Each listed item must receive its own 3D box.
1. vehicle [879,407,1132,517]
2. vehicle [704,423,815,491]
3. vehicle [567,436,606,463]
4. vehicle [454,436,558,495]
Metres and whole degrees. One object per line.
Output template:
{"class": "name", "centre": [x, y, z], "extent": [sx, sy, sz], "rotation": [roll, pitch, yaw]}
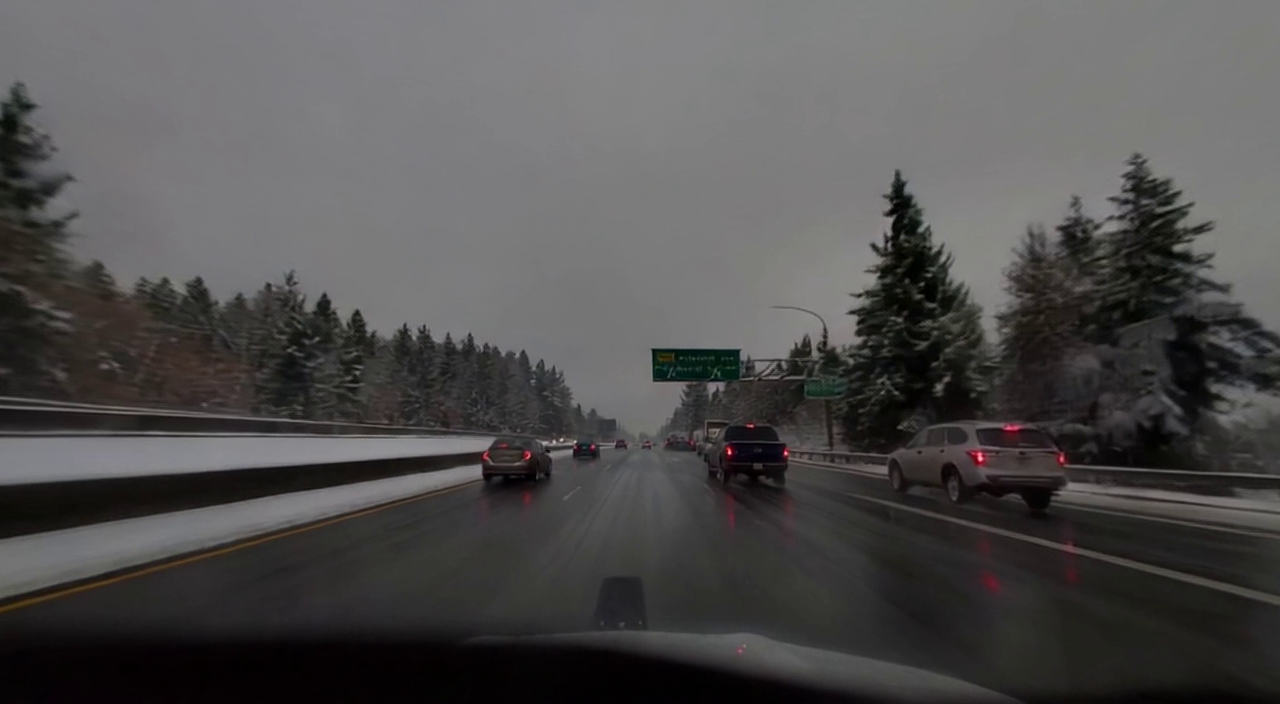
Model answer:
{"class": "vehicle", "centre": [7.659, 2.401, 14.231], "extent": [2.291, 1.968, 5.662], "rotation": [0, -9, 0]}
{"class": "vehicle", "centre": [3.727, 3.435, 20.979], "extent": [2.517, 1.935, 5.552], "rotation": [0, -9, -1]}
{"class": "vehicle", "centre": [-3.345, 6.208, 40.216], "extent": [2.020, 1.628, 4.248], "rotation": [0, -9, 1]}
{"class": "vehicle", "centre": [-3.673, 3.193, 18.095], "extent": [1.978, 1.473, 4.073], "rotation": [0, -9, 1]}
